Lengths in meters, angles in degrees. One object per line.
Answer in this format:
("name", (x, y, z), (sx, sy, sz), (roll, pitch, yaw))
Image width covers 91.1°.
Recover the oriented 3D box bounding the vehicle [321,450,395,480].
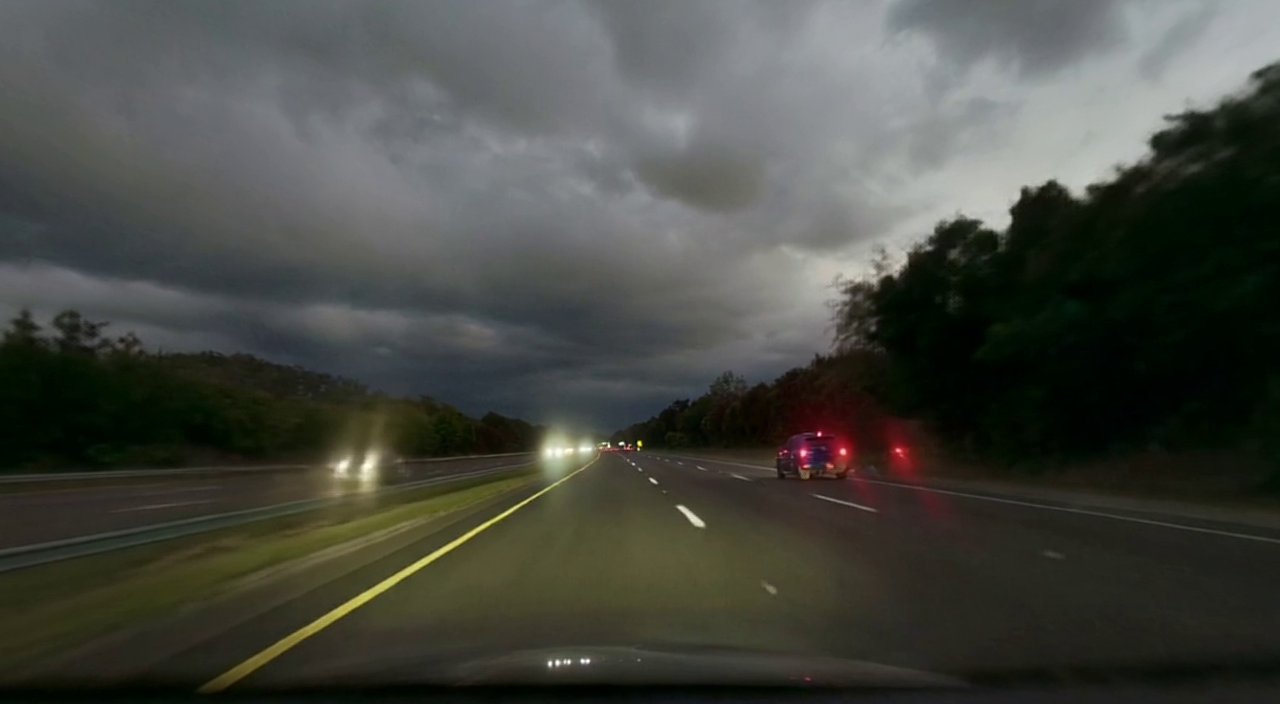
("vehicle", (-14.892, 5.955, 33.465), (1.996, 1.471, 4.494), (0, -9, -2))
